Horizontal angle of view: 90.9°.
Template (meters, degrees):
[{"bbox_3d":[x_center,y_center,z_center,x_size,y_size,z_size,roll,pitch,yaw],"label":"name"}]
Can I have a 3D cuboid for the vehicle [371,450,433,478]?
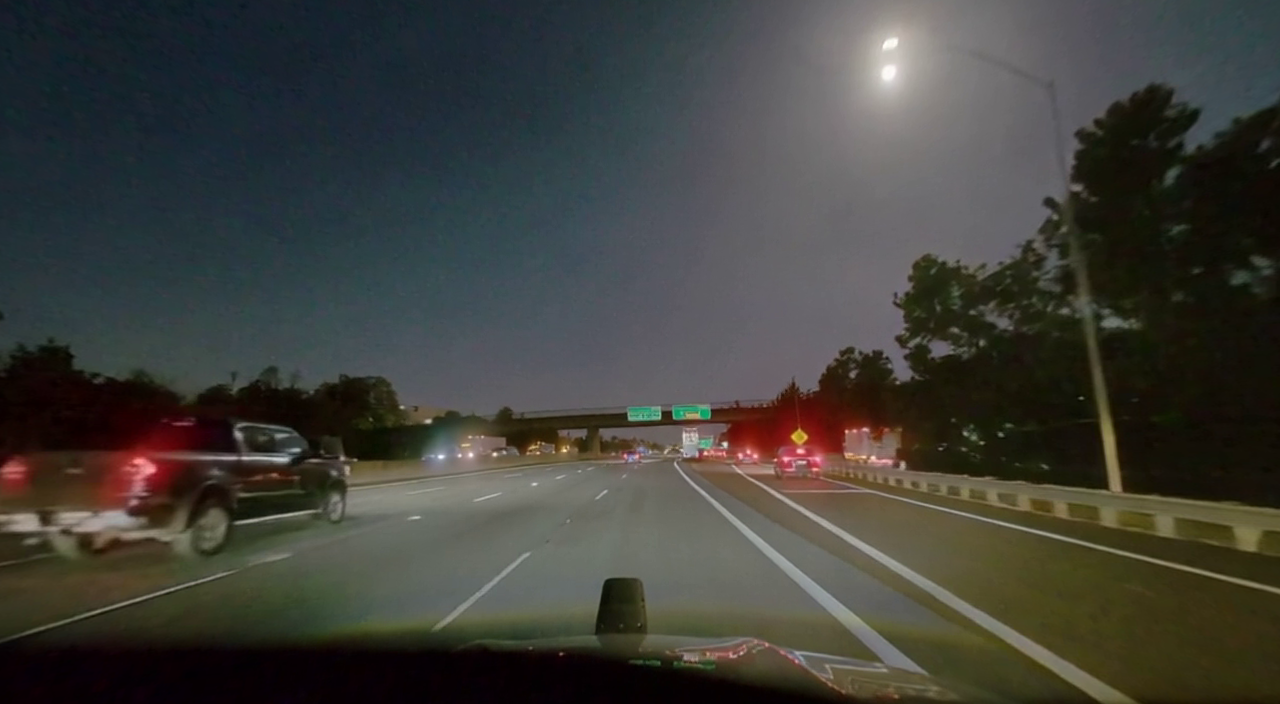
[{"bbox_3d":[-15.388,7.234,41.059,2.113,1.640,4.337,0,-8,3],"label":"vehicle"}]

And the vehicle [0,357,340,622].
[{"bbox_3d":[-6.513,1.605,8.408,2.264,2.379,5.248,0,-8,1],"label":"vehicle"}]

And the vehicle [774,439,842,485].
[{"bbox_3d":[7.552,4.961,28.838,2.146,1.929,4.388,0,-8,4],"label":"vehicle"}]
